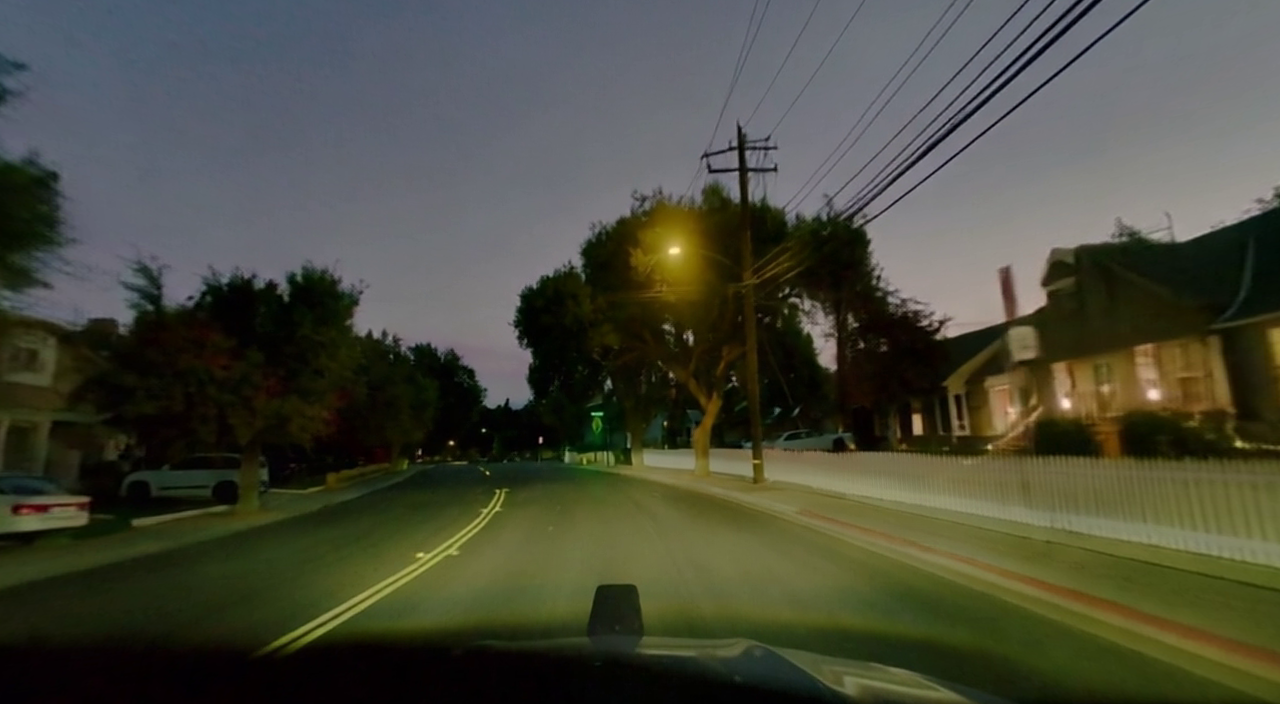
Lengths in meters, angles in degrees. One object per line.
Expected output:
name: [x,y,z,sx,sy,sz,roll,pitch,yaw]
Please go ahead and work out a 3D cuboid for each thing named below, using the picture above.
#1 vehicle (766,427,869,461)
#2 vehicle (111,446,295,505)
vehicle: [8.786,4.588,31.614,4.566,1.623,1.906,-1,-8,2]
vehicle: [-13.880,3.906,20.272,4.321,1.772,2.161,-1,-8,4]
